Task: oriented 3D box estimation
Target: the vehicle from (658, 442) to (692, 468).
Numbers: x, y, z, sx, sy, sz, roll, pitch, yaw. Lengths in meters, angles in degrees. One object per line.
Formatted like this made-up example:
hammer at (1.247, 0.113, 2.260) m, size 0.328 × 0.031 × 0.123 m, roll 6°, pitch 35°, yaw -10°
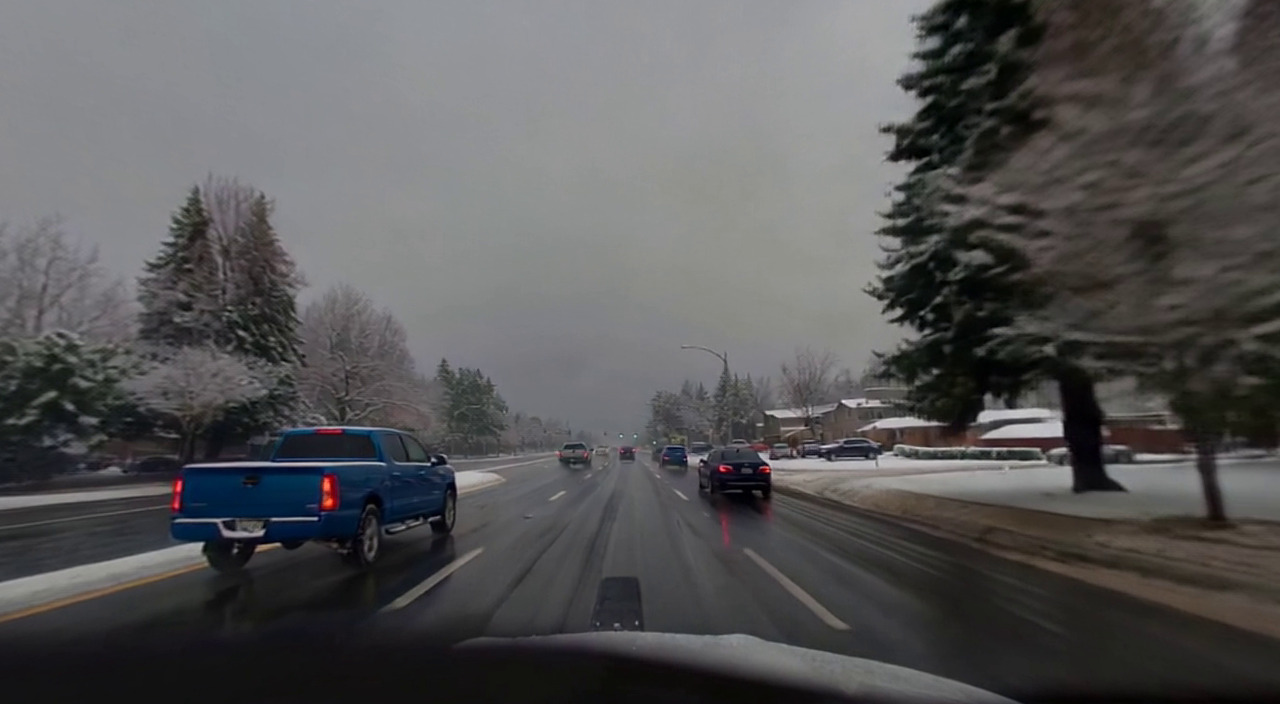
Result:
vehicle at (2.597, 7.806, 48.205) m, size 2.099 × 1.845 × 4.363 m, roll 0°, pitch -8°, yaw -3°

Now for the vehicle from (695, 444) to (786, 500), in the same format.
vehicle at (2.850, 3.502, 18.907) m, size 1.884 × 1.463 × 4.195 m, roll 0°, pitch -8°, yaw -2°

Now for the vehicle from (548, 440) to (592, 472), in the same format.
vehicle at (-4.303, 6.463, 39.501) m, size 2.218 × 1.829 × 4.492 m, roll 0°, pitch -8°, yaw 0°

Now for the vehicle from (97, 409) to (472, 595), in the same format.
vehicle at (-4.086, 1.812, 8.703) m, size 2.111 × 1.745 × 5.274 m, roll 0°, pitch -8°, yaw 0°

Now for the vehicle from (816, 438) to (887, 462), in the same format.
vehicle at (16.524, 7.675, 49.636) m, size 1.991 × 1.806 × 4.902 m, roll 7°, pitch -11°, yaw -40°
